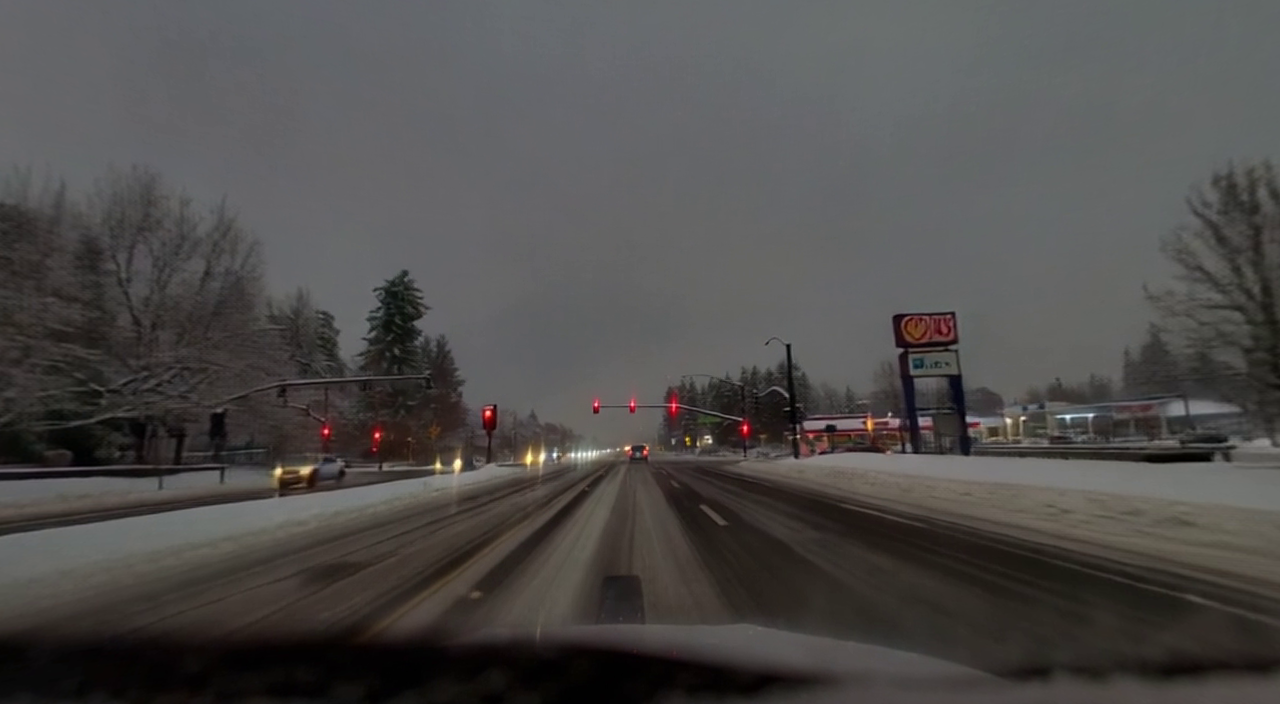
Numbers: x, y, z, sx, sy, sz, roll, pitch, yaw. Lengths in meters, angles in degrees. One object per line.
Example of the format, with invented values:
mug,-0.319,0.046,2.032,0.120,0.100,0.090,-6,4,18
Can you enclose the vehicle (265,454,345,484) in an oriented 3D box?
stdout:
vehicle,-18.830,6.547,35.767,1.948,1.507,4.742,0,-8,0

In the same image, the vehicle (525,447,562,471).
vehicle,-6.613,7.348,43.743,1.898,1.539,4.314,0,-8,0
